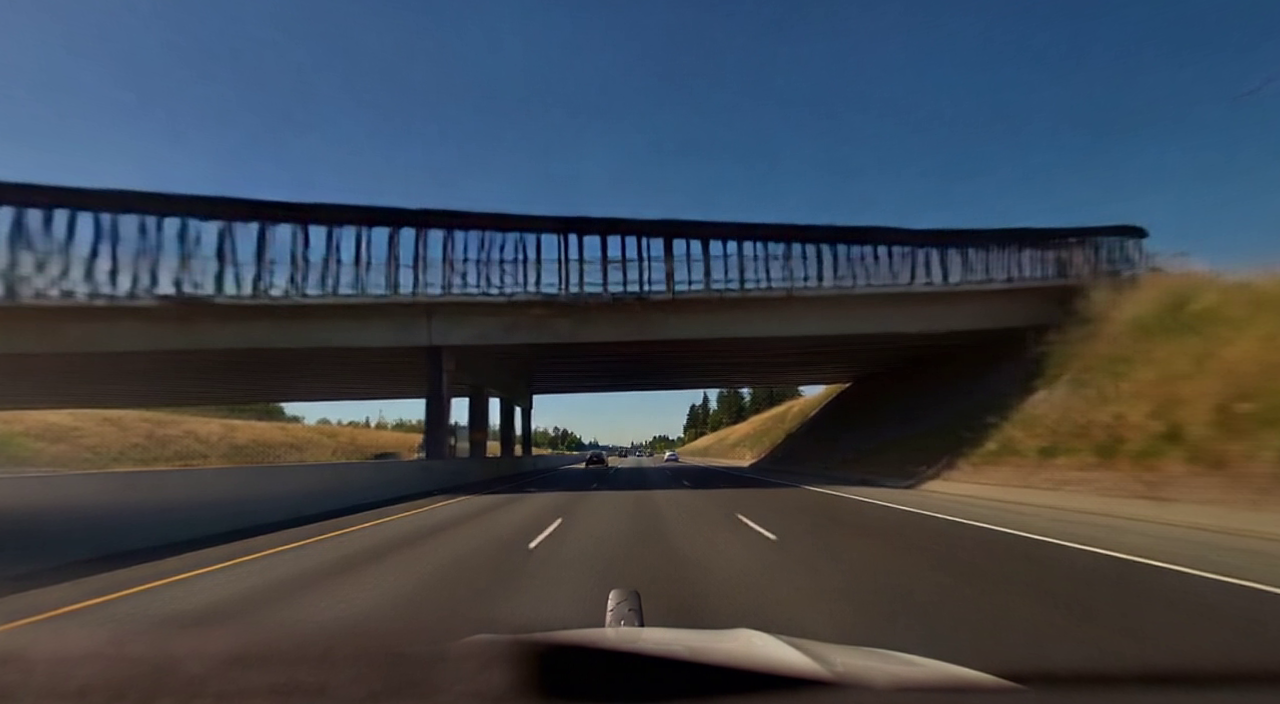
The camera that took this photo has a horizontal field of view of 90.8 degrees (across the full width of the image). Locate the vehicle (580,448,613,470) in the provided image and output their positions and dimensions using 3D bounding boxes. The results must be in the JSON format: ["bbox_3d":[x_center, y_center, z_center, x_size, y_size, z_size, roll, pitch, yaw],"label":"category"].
[{"bbox_3d":[-3.232,8.123,48.124,2.180,1.537,4.459,0,-9,0],"label":"vehicle"}]
